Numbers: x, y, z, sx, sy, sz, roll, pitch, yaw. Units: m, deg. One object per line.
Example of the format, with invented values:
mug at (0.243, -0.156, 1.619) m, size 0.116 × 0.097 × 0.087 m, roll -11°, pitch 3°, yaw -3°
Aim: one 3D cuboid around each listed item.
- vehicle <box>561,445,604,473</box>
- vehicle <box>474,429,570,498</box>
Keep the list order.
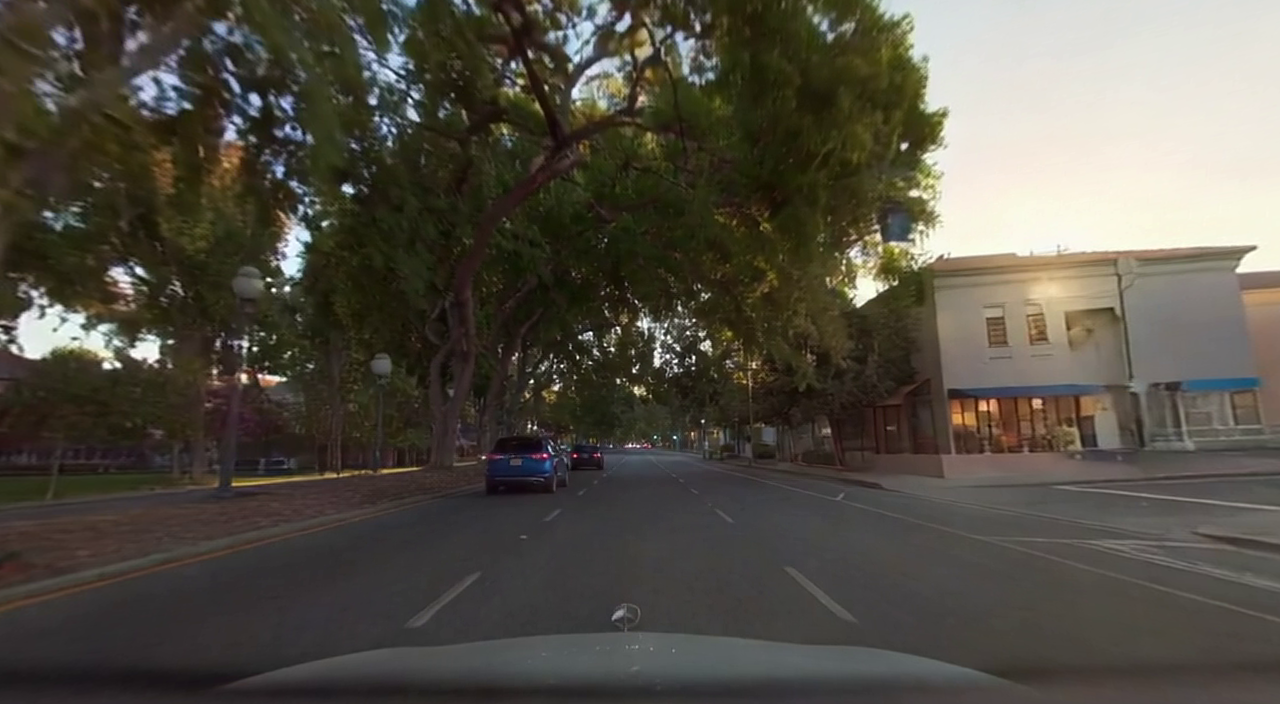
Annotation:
vehicle at (-3.158, 5.998, 35.597) m, size 2.069 × 1.470 × 4.601 m, roll 0°, pitch -9°, yaw 0°
vehicle at (-3.369, 3.297, 19.014) m, size 2.042 × 1.817 × 4.364 m, roll 0°, pitch -9°, yaw 0°
